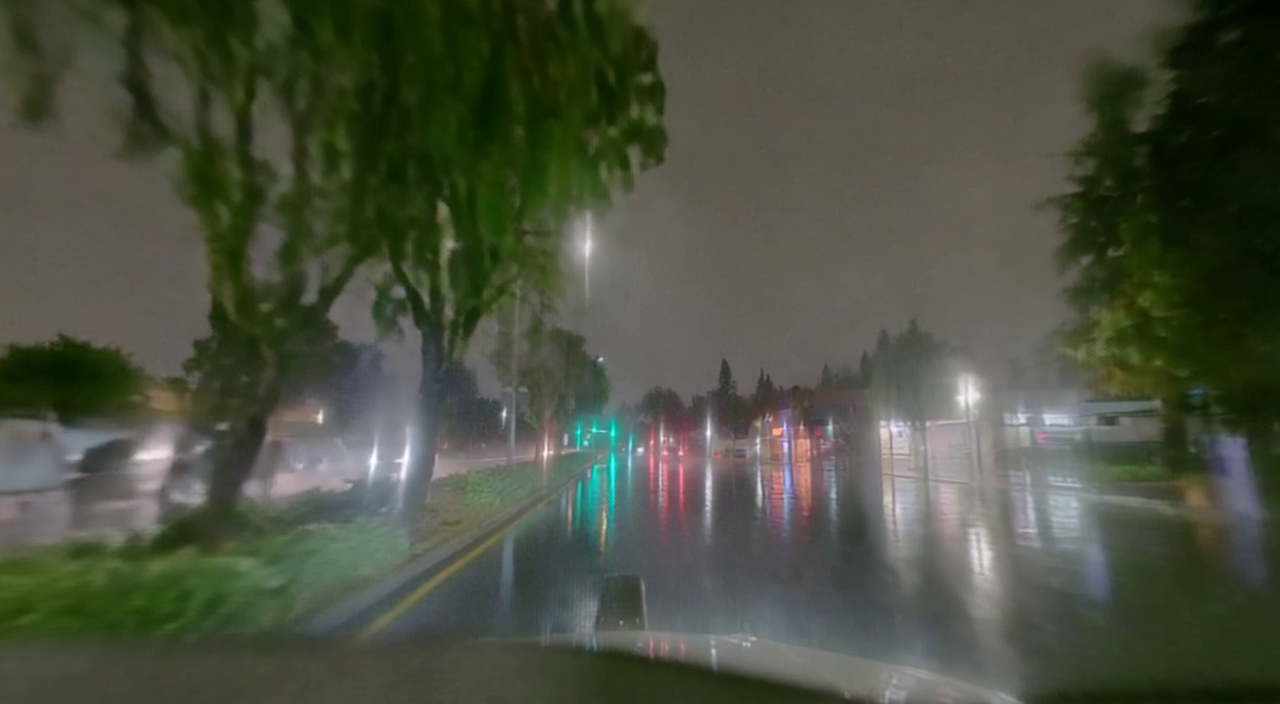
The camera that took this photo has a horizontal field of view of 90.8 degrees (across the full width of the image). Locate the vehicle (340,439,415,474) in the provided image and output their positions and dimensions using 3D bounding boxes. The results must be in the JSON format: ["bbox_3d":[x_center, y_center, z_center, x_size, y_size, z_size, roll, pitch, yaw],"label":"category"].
[{"bbox_3d":[-13.667,5.431,33.171,2.123,1.692,4.419,0,-9,-2],"label":"vehicle"}]

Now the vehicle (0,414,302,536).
[{"bbox_3d":[-8.727,2.150,12.003,2.016,1.766,5.155,0,-7,-4],"label":"vehicle"}]

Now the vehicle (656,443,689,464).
[{"bbox_3d":[2.419,7.670,47.786,1.913,1.473,4.360,1,-9,-5],"label":"vehicle"}]
